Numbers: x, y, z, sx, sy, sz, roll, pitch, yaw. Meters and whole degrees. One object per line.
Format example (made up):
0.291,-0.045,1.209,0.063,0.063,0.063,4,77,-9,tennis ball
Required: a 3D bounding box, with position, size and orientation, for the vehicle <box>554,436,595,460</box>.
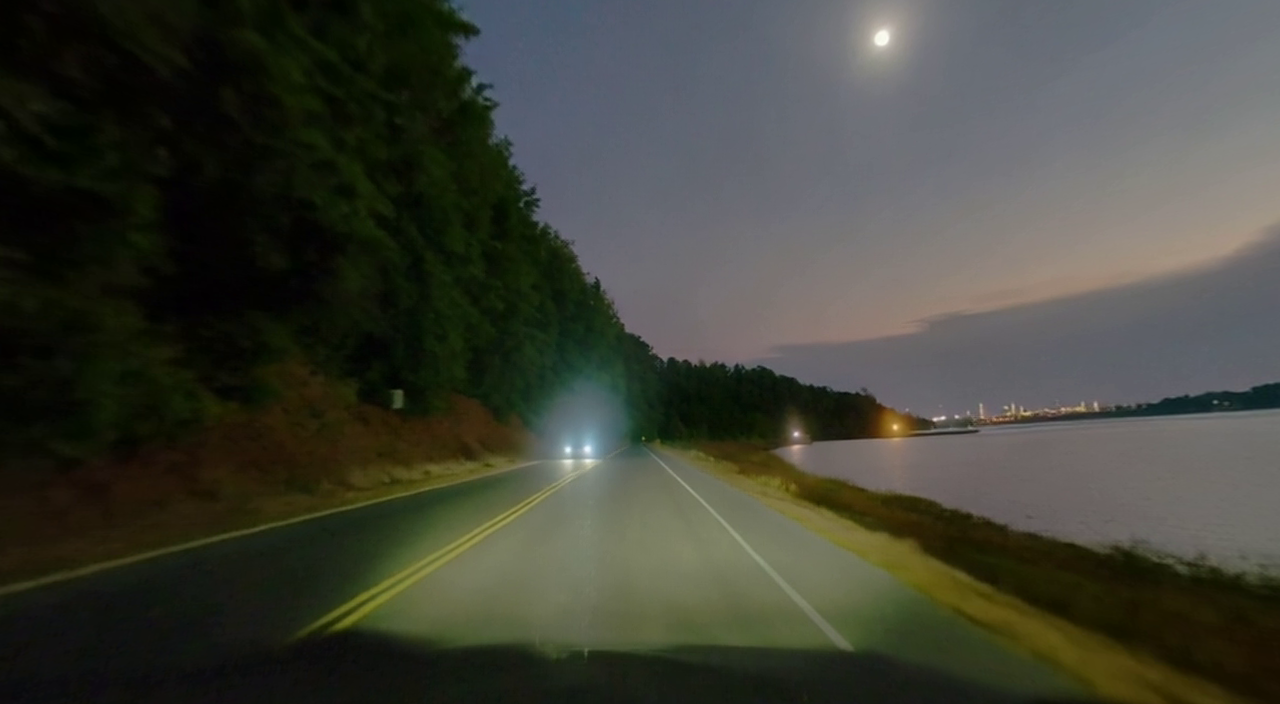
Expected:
-4.403,6.525,43.180,2.179,1.579,4.637,0,-8,1,vehicle
